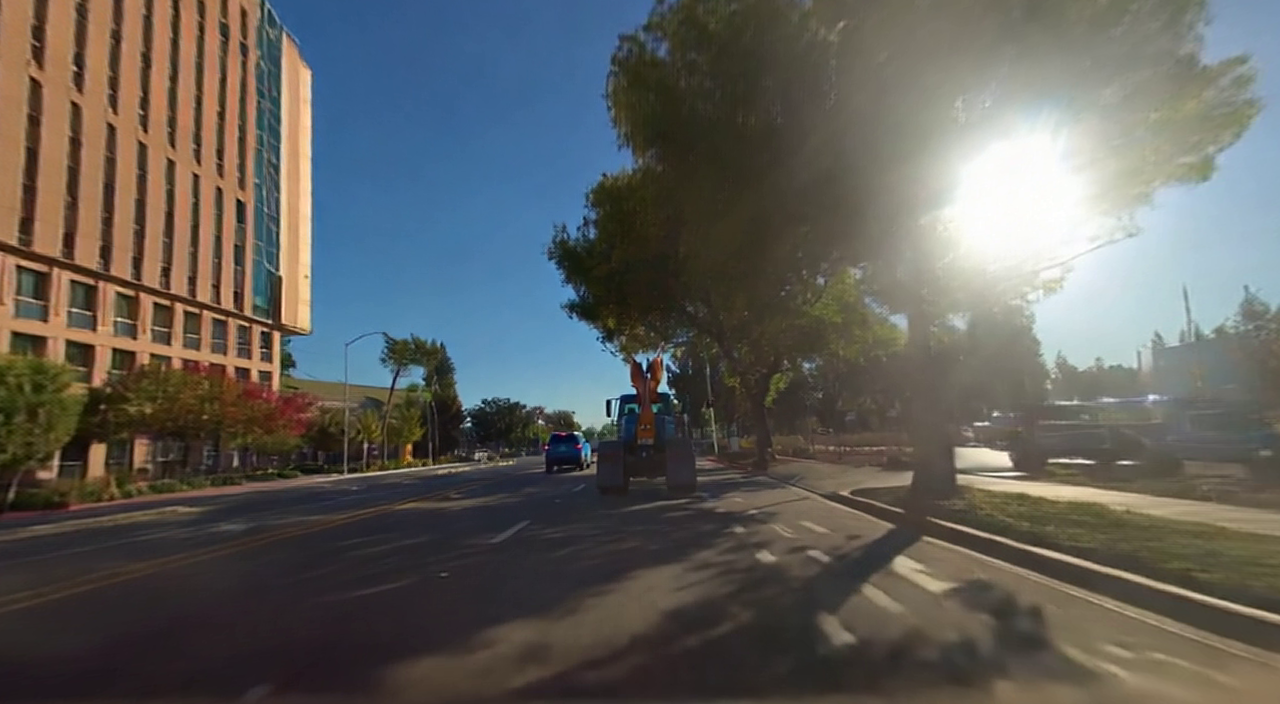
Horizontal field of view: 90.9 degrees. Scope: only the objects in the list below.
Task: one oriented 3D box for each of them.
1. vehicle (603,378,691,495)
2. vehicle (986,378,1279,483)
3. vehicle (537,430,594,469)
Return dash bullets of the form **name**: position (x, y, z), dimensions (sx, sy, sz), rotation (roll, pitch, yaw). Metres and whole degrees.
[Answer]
- **vehicle**: position (0.080, 3.286, 24.567), dimensions (2.552, 3.461, 11.044), rotation (-1, -8, -1)
- **vehicle**: position (10.190, 1.707, 13.568), dimensions (2.186, 1.783, 4.716), rotation (-1, -8, -10)
- **vehicle**: position (-3.431, 4.601, 29.835), dimensions (2.081, 1.688, 4.235), rotation (-1, -8, 1)
